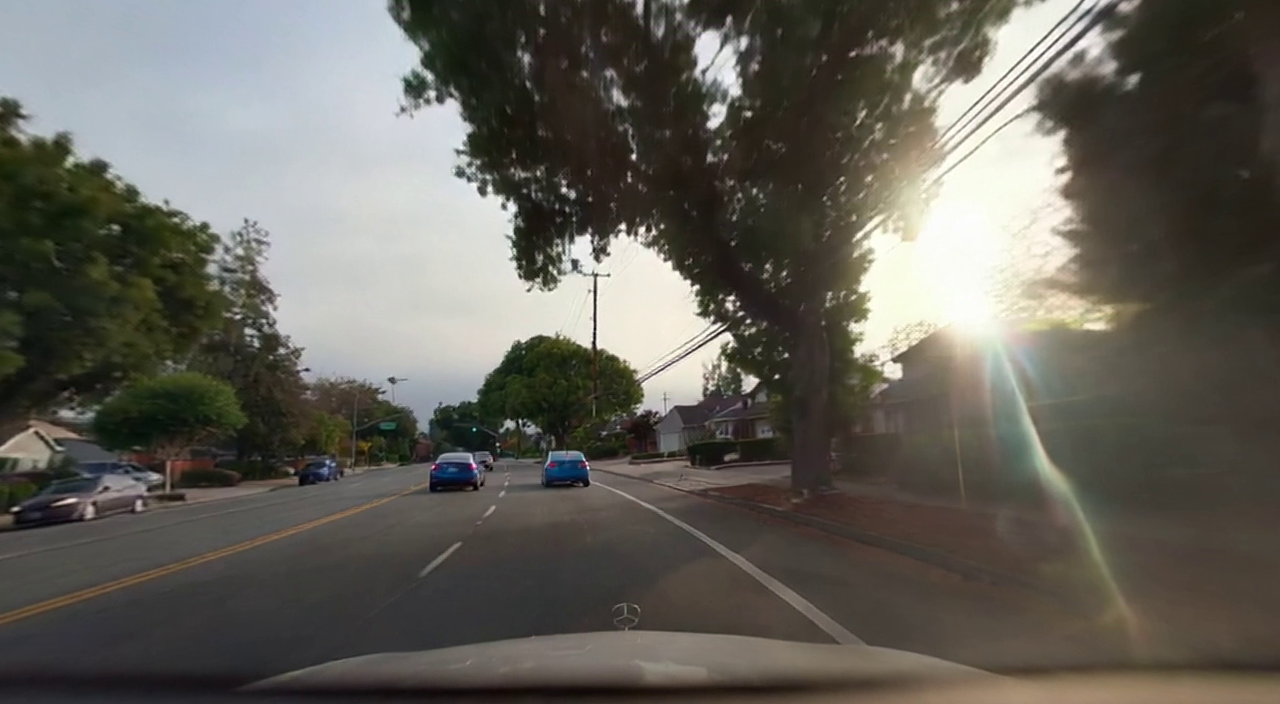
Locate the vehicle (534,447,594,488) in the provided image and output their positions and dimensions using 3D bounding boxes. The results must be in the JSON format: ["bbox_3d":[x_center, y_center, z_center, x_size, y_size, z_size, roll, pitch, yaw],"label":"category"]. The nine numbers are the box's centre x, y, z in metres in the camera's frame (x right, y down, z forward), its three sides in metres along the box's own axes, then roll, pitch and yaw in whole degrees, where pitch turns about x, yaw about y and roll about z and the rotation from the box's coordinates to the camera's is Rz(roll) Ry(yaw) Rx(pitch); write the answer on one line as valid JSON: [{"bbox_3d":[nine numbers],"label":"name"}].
[{"bbox_3d":[-3.207,4.706,26.012,2.168,1.504,4.284,2,-9,-10],"label":"vehicle"}]

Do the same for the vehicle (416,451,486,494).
[{"bbox_3d":[-7.015,4.482,23.899,1.913,1.425,4.235,1,-9,-8],"label":"vehicle"}]

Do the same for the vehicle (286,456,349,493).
[{"bbox_3d":[-20.832,7.897,41.068,2.094,2.000,5.603,2,-8,-11],"label":"vehicle"}]

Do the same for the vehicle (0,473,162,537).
[{"bbox_3d":[-16.548,4.385,18.600,1.944,1.458,4.549,1,-9,-9],"label":"vehicle"}]
